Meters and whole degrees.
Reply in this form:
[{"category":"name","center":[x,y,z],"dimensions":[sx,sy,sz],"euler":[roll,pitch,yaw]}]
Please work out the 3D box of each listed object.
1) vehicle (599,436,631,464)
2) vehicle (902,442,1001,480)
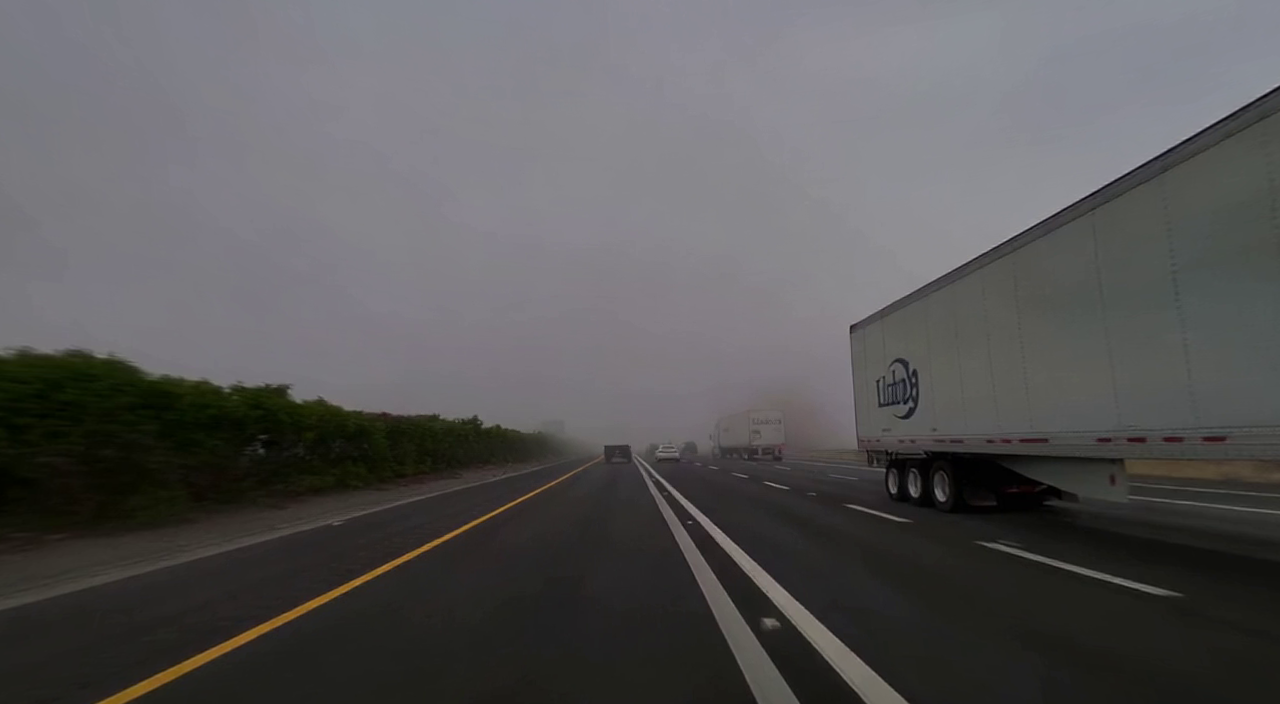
[{"category":"vehicle","center":[-1.925,7.740,49.869],"dimensions":[2.357,2.040,5.371],"euler":[0,-9,-1]},{"category":"vehicle","center":[13.258,4.638,27.236],"dimensions":[1.862,1.462,4.459],"euler":[0,-9,-1]}]
